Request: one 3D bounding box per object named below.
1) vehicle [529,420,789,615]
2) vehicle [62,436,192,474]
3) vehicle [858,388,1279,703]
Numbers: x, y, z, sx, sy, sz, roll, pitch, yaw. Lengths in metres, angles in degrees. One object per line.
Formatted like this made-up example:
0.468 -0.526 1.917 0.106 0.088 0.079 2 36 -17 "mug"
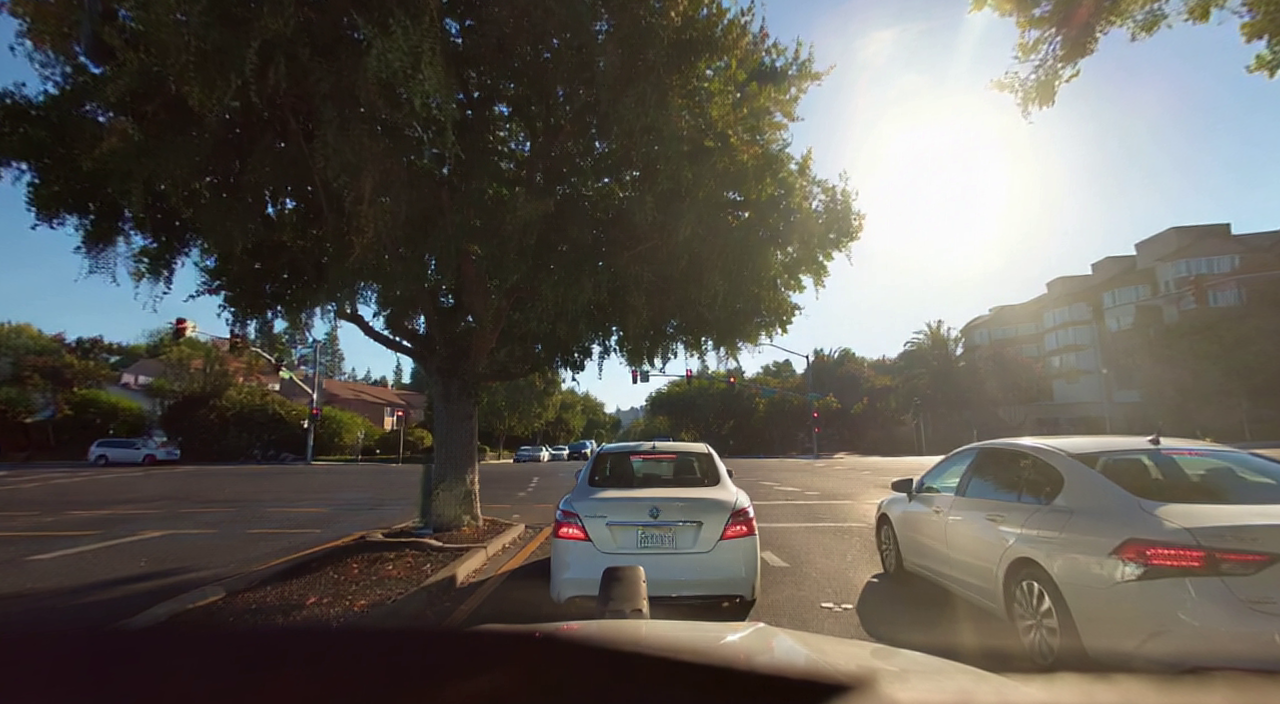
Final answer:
0.103 1.563 6.874 2.017 1.485 3.813 0 -8 -1 "vehicle"
-24.280 4.870 29.986 4.450 1.684 1.894 0 -8 0 "vehicle"
3.177 1.123 3.898 1.931 1.493 4.555 0 -8 -1 "vehicle"
